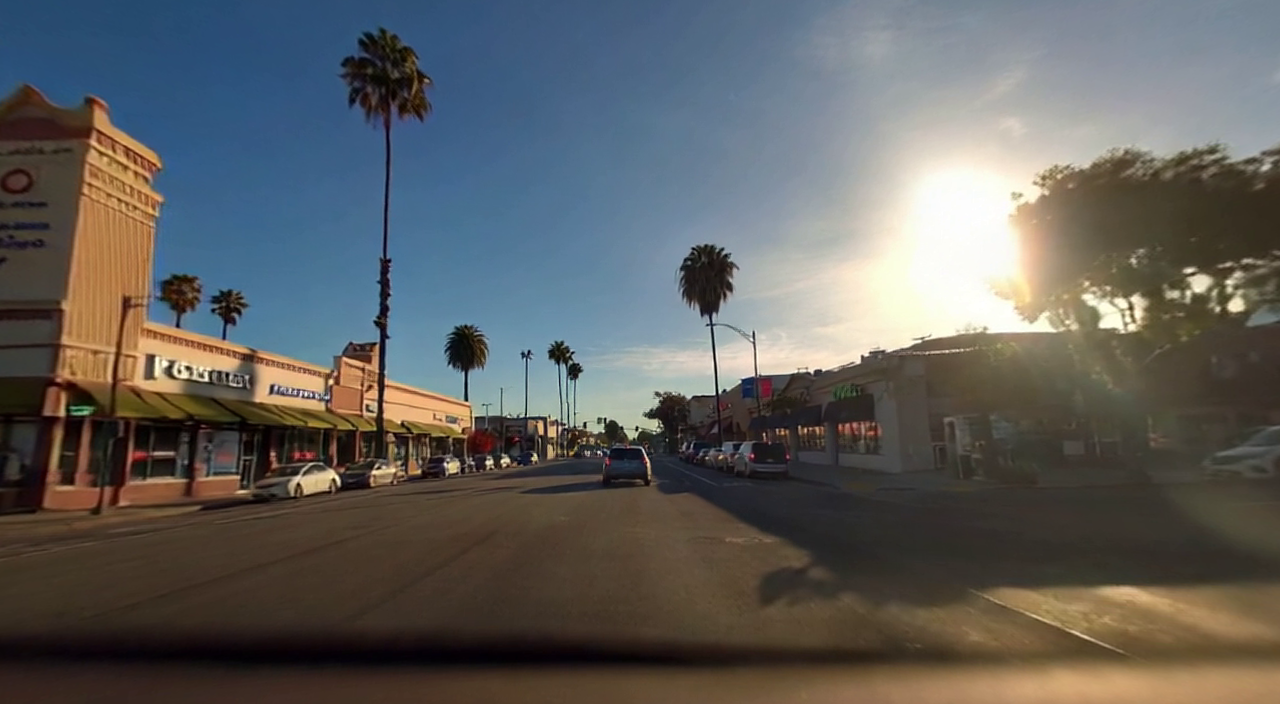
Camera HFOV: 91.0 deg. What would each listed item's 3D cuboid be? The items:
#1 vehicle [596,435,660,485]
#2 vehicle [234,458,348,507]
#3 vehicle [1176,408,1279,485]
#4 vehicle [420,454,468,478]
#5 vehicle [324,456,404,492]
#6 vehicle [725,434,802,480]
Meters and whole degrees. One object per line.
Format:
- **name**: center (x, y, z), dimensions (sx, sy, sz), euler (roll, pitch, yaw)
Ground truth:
- **vehicle**: center (-0.440, 4.120, 24.276), dimensions (2.239, 1.763, 4.096), euler (0, -9, 0)
- **vehicle**: center (-13.201, 4.926, 24.173), dimensions (1.881, 1.484, 4.565), euler (-4, -9, -1)
- **vehicle**: center (19.061, 2.656, 18.063), dimensions (5.096, 2.029, 2.324), euler (-2, -9, 0)
- **vehicle**: center (-13.292, 7.730, 42.959), dimensions (1.840, 1.521, 4.450), euler (0, -9, 1)
- **vehicle**: center (-13.336, 5.886, 30.743), dimensions (1.968, 1.472, 4.345), euler (-2, -9, 0)
- **vehicle**: center (5.605, 4.894, 29.537), dimensions (2.430, 1.924, 5.779), euler (0, -9, 0)
